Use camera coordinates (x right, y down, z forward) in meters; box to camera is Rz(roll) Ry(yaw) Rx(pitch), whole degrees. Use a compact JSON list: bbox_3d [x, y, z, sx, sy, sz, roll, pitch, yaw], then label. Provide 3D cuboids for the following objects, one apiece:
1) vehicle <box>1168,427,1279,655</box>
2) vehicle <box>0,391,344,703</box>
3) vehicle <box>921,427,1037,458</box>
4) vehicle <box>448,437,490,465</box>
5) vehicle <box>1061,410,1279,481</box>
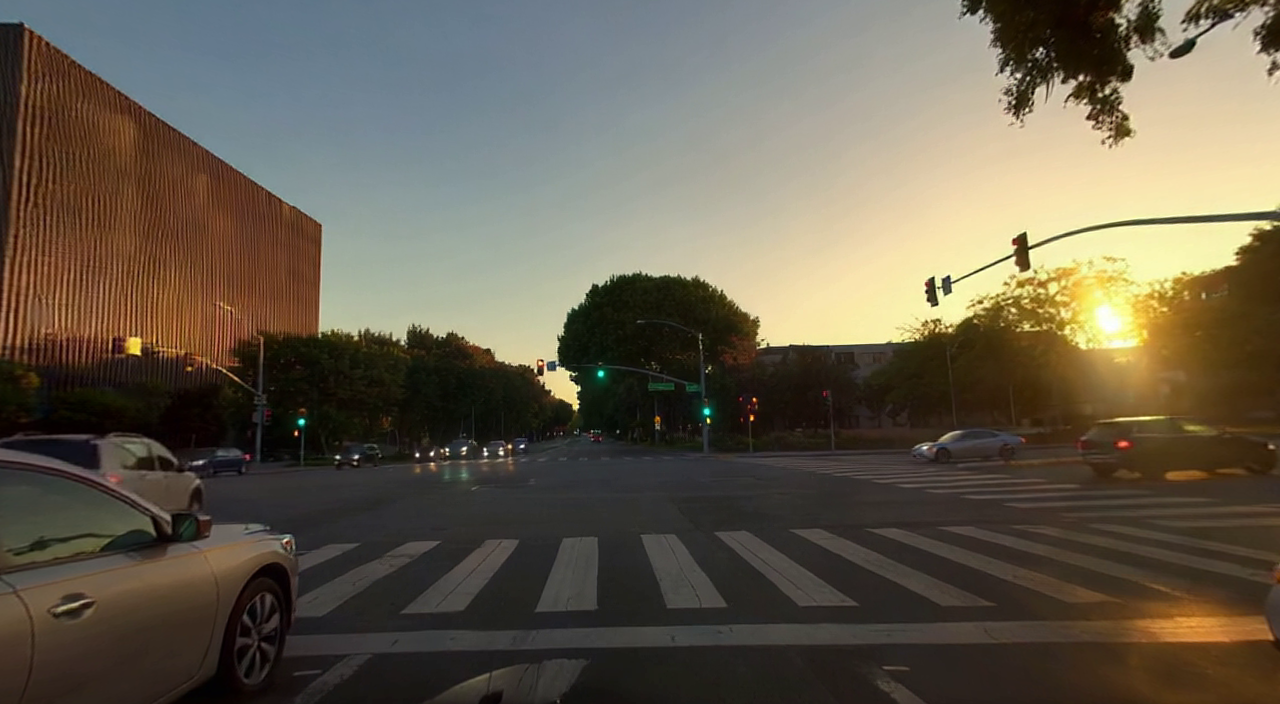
[{"bbox_3d":[4.937,0.989,2.559,1.949,1.449,4.530,-1,-8,5],"label":"vehicle"},{"bbox_3d":[-3.063,0.891,2.152,1.919,1.478,4.720,0,-8,-1],"label":"vehicle"},{"bbox_3d":[16.925,4.541,31.688,4.660,1.495,2.007,0,-8,-2],"label":"vehicle"},{"bbox_3d":[-12.825,7.412,47.567,2.051,1.715,4.346,-2,-6,-2],"label":"vehicle"},{"bbox_3d":[15.281,2.682,18.139,4.778,1.871,2.109,-1,-8,3],"label":"vehicle"}]
